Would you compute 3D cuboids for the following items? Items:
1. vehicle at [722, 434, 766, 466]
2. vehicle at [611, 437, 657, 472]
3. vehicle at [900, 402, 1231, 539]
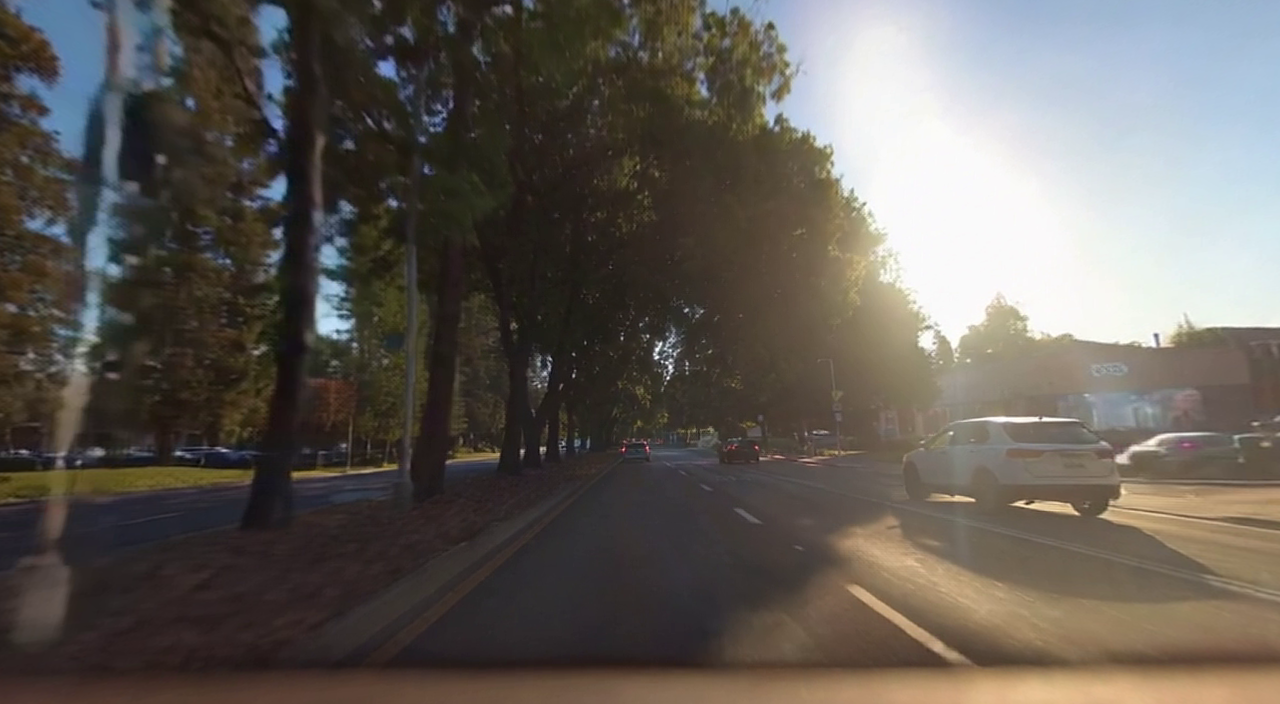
[{"bbox_3d":[6.496,6.193,40.035,1.955,1.845,4.538,0,-8,-1],"label":"vehicle"},{"bbox_3d":[-0.291,4.909,30.502,2.037,1.568,3.693,0,-8,-1],"label":"vehicle"},{"bbox_3d":[7.206,2.087,11.839,2.240,1.923,5.678,0,-8,0],"label":"vehicle"}]
